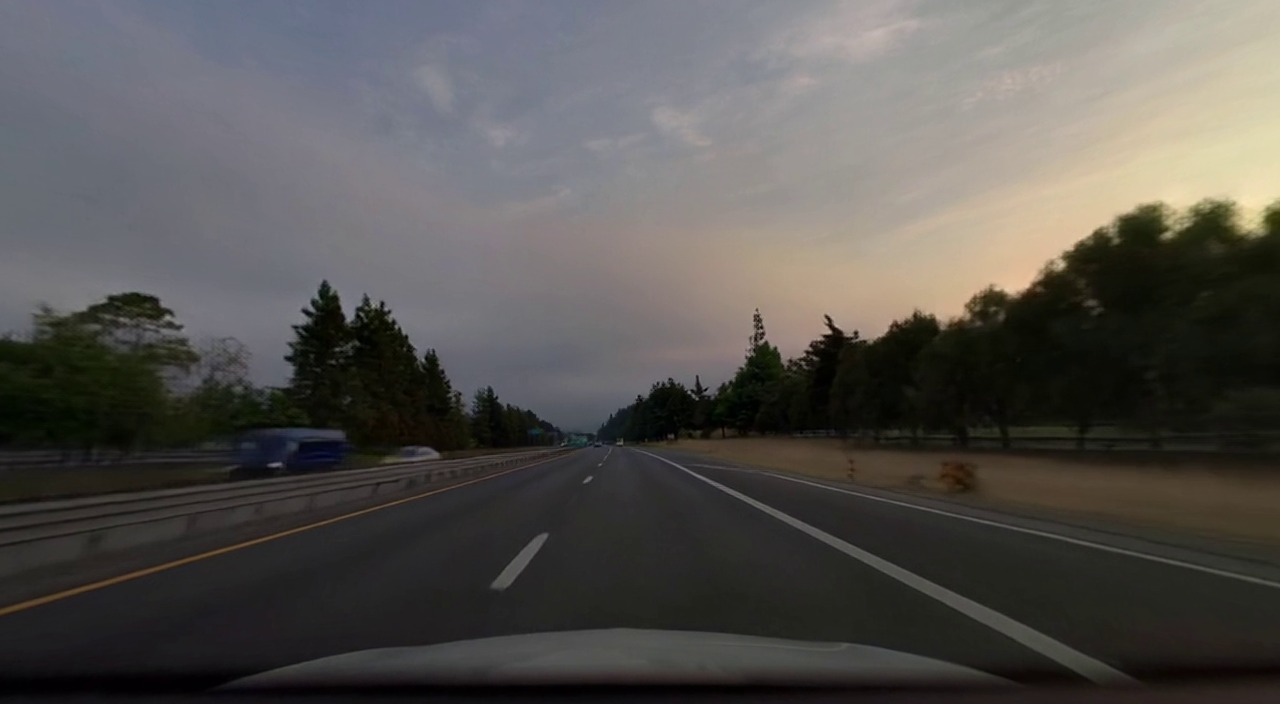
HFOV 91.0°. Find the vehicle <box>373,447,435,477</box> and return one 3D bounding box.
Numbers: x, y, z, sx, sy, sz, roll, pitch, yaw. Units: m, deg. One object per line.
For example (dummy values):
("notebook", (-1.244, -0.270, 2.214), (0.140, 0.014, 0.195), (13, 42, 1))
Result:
("vehicle", (-12.695, 5.901, 34.122), (1.833, 1.460, 4.158), (0, -8, -1))

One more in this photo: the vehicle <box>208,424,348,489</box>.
("vehicle", (-16.446, 4.784, 29.314), (2.335, 2.630, 7.283), (0, -8, -2))
